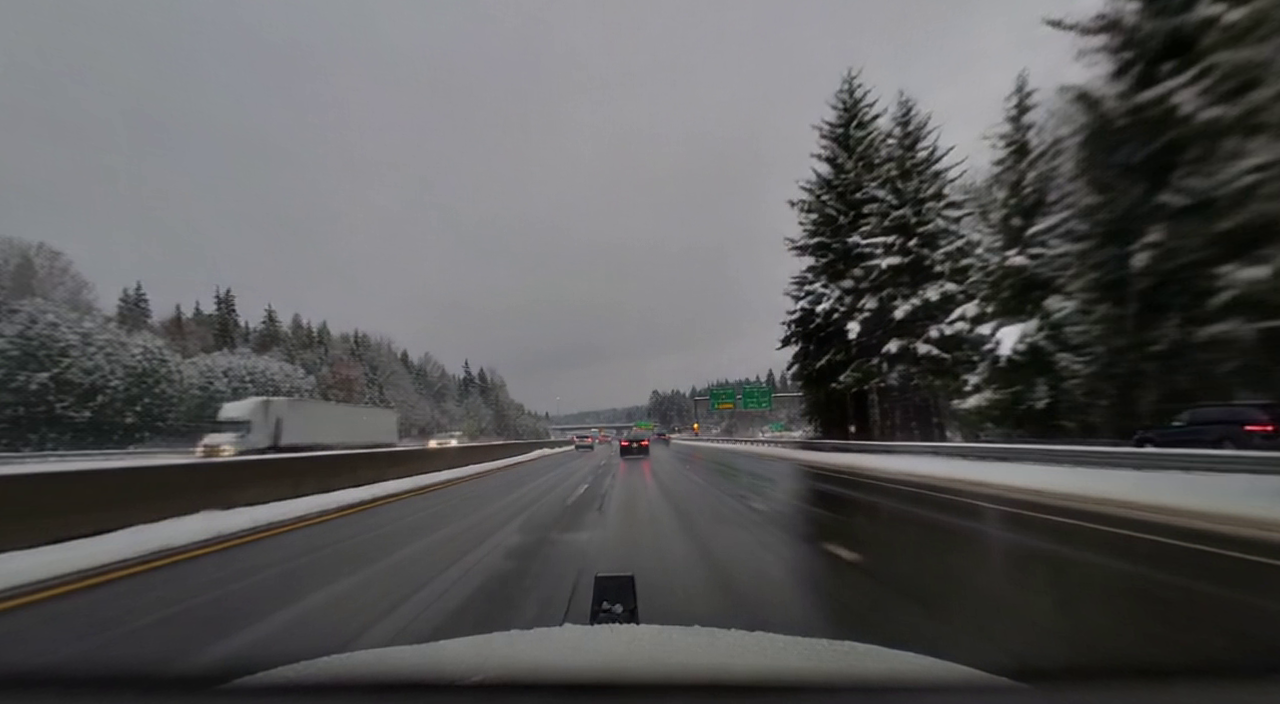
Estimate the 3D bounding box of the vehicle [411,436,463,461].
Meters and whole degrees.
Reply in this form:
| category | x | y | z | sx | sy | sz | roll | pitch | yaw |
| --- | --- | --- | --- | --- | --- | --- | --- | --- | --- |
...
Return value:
| category | x | y | z | sx | sy | sz | roll | pitch | yaw |
| --- | --- | --- | --- | --- | --- | --- | --- | --- | --- |
| vehicle | -12.463 | 5.929 | 38.963 | 1.993 | 1.479 | 3.872 | 0 | -8 | -1 |

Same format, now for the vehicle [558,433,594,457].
| category | x | y | z | sx | sy | sz | roll | pitch | yaw |
| --- | --- | --- | --- | --- | --- | --- | --- | --- | --- |
| vehicle | -4.195 | 6.144 | 41.856 | 2.014 | 1.471 | 4.380 | 0 | -8 | -1 |

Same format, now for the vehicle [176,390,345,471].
| category | x | y | z | sx | sy | sz | roll | pitch | yaw |
| --- | --- | --- | --- | --- | --- | --- | --- | --- | --- |
| vehicle | -20.110 | 4.375 | 34.611 | 2.981 | 3.787 | 10.363 | 0 | -8 | -1 |

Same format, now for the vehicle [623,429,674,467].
| category | x | y | z | sx | sy | sz | roll | pitch | yaw |
| --- | --- | --- | --- | --- | --- | --- | --- | --- | --- |
| vehicle | 0.310 | 4.312 | 28.489 | 2.086 | 1.554 | 3.875 | 0 | -8 | -2 |

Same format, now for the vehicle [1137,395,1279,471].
| category | x | y | z | sx | sy | sz | roll | pitch | yaw |
| --- | --- | --- | --- | --- | --- | --- | --- | --- | --- |
| vehicle | 22.475 | 3.093 | 23.868 | 2.232 | 2.540 | 6.015 | 0 | -8 | -1 |
